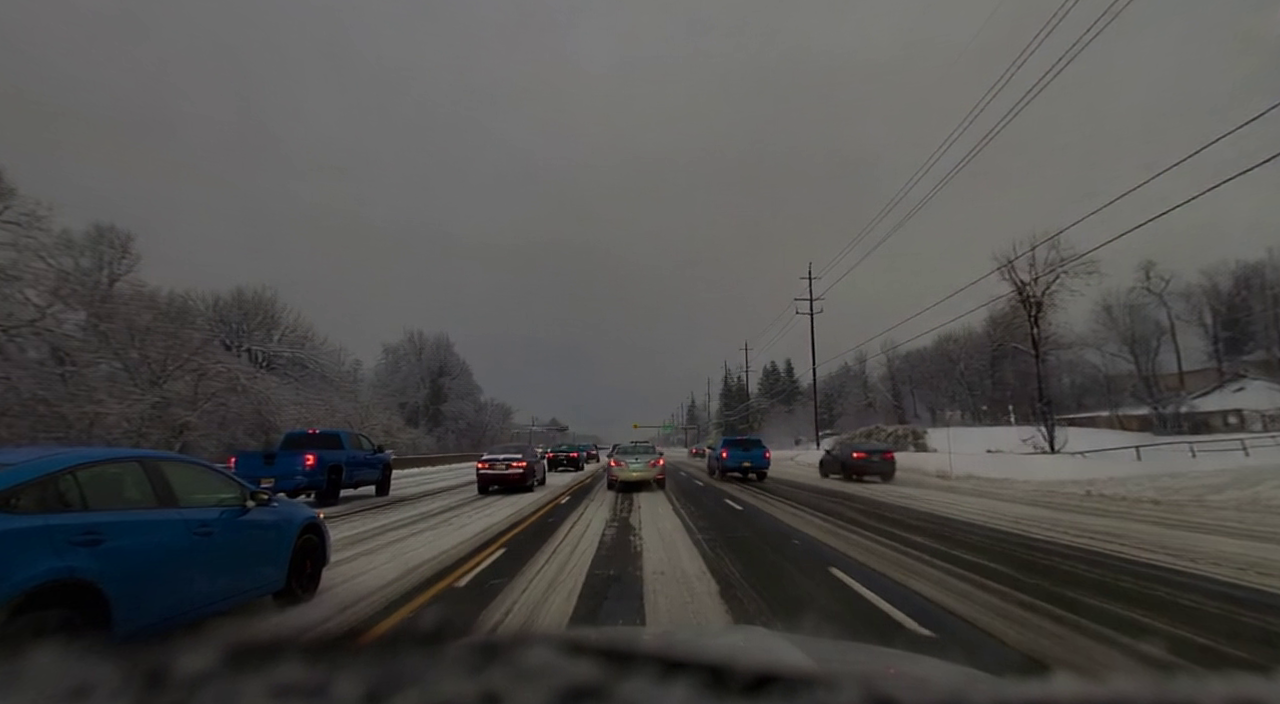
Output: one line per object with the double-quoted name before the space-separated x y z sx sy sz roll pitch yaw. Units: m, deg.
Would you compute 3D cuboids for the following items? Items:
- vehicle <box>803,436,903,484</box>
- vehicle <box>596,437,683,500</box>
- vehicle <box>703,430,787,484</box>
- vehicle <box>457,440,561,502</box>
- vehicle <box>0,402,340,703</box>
"vehicle" 7.872 4.018 23.903 1.969 1.608 4.865 0 -8 -1
"vehicle" -0.034 3.147 17.560 2.102 1.499 4.439 0 -8 -1
"vehicle" 3.791 3.920 23.922 2.113 1.800 5.376 0 -8 -1
"vehicle" -3.365 3.122 17.050 1.899 1.437 4.131 0 -8 1
"vehicle" -3.728 1.059 3.353 1.955 1.481 4.604 0 -8 1
